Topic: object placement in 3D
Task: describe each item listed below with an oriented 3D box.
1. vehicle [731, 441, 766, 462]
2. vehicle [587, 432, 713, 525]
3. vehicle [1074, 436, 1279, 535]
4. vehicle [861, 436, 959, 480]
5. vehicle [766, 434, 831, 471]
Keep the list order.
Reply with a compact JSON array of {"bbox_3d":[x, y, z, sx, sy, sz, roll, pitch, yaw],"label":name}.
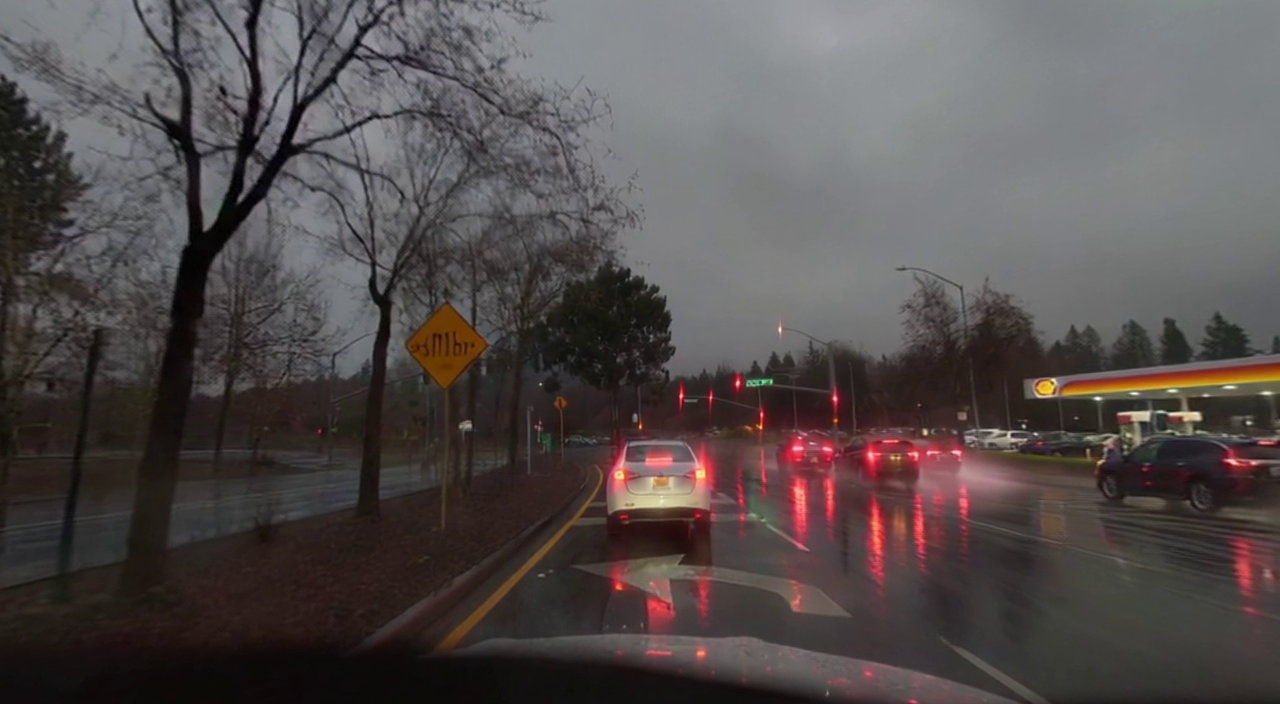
[{"bbox_3d":[7.461,6.896,43.684,1.716,1.400,3.921,0,-9,0],"label":"vehicle"},{"bbox_3d":[0.131,2.358,12.291,2.032,1.461,4.173,0,-9,-1],"label":"vehicle"},{"bbox_3d":[10.636,2.344,11.685,1.880,1.472,4.694,0,-9,0],"label":"vehicle"},{"bbox_3d":[10.794,4.276,25.615,1.976,1.584,4.516,0,-9,0],"label":"vehicle"},{"bbox_3d":[7.854,5.043,31.737,1.991,1.695,4.357,0,-9,-2],"label":"vehicle"}]
